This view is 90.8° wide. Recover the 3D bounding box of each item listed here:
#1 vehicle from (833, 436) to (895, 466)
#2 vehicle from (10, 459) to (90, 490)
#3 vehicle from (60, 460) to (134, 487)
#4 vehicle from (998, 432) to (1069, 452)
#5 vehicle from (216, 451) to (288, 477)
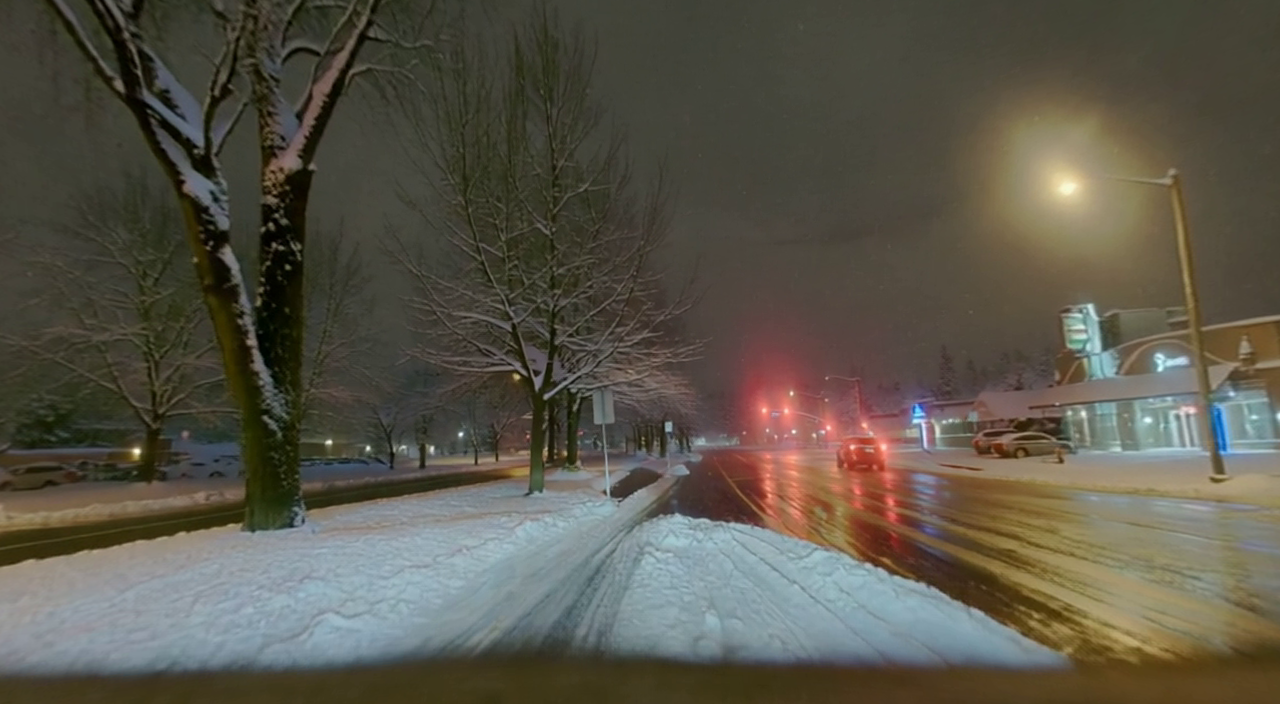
[{"bbox_3d":[13.088,5.805,37.241,2.100,1.638,4.545,0,-9,2],"label":"vehicle"},{"bbox_3d":[-33.973,6.989,36.329,5.124,1.541,2.121,-6,-10,33],"label":"vehicle"},{"bbox_3d":[-34.524,7.674,40.132,4.416,1.541,2.102,-5,-10,30],"label":"vehicle"},{"bbox_3d":[28.204,6.485,45.366,3.839,1.386,1.816,-1,-9,6],"label":"vehicle"},{"bbox_3d":[-28.214,8.058,45.848,5.483,1.719,2.112,-5,-10,32],"label":"vehicle"}]
